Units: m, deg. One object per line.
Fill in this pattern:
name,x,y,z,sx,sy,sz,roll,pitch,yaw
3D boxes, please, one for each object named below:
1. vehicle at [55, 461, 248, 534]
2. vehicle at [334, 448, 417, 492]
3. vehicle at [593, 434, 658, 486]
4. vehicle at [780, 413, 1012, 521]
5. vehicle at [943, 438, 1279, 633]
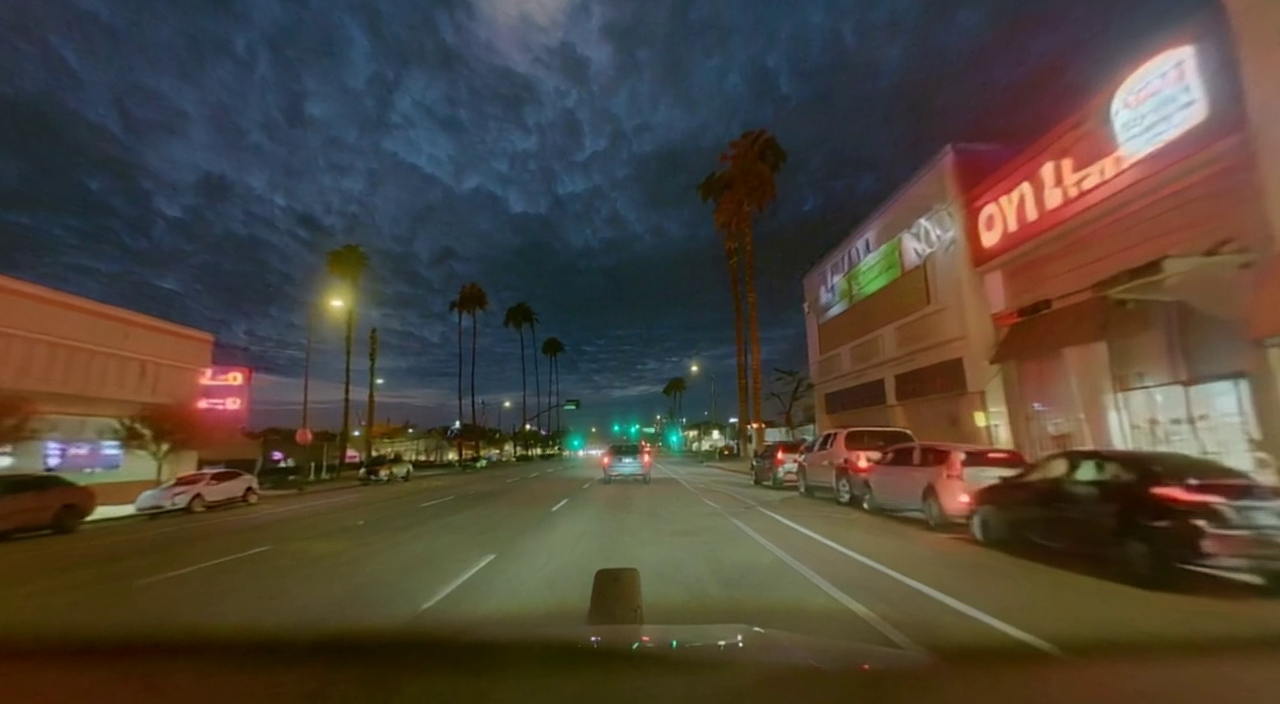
vehicle,-13.400,3.958,17.733,1.914,1.489,4.523,-5,-8,-1
vehicle,-13.547,6.019,32.590,2.296,1.847,4.856,-4,-8,-1
vehicle,-0.528,4.074,24.051,2.239,1.763,4.096,0,-8,0
vehicle,5.419,2.582,14.764,2.568,1.974,6.203,0,-8,-3
vehicle,5.588,1.722,7.130,1.805,1.429,4.911,0,-8,-1
